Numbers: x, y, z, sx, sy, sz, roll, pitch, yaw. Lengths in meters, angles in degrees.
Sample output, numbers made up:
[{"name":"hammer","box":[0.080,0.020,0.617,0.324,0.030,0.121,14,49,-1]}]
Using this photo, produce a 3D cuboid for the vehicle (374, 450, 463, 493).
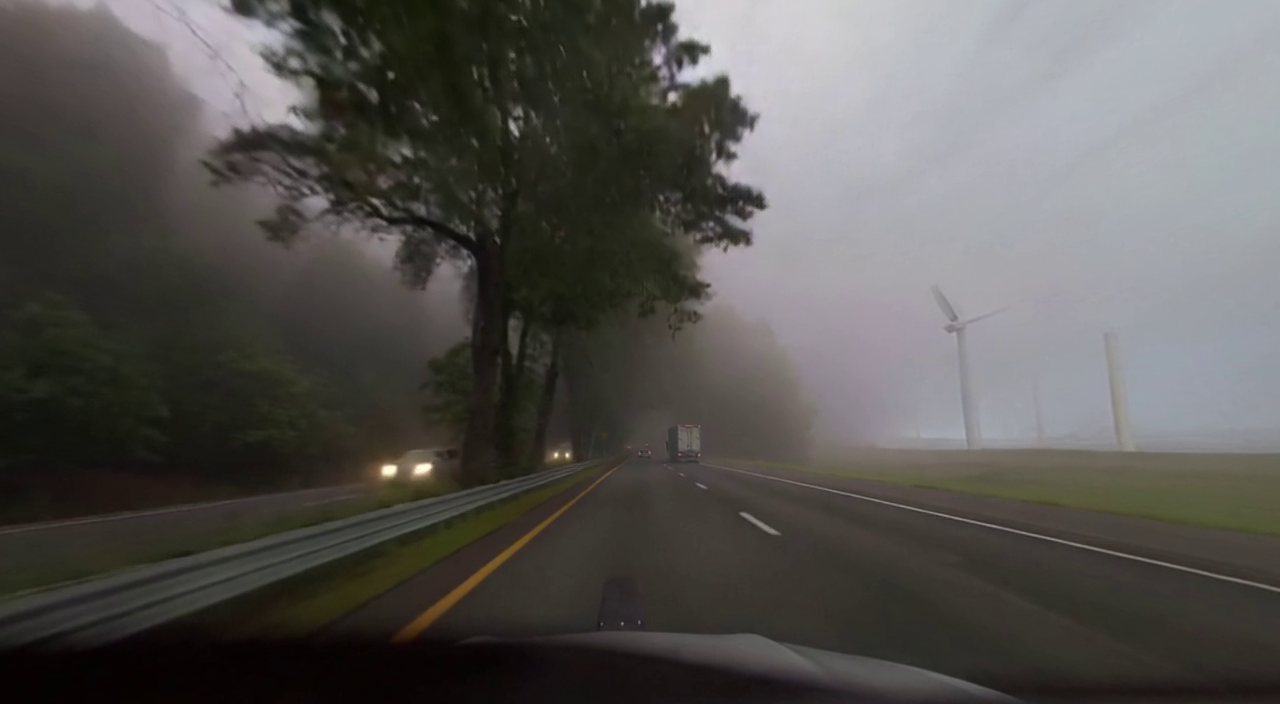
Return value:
[{"name":"vehicle","box":[-8.990,4.867,26.033,2.015,1.591,4.542,0,-9,0]}]
